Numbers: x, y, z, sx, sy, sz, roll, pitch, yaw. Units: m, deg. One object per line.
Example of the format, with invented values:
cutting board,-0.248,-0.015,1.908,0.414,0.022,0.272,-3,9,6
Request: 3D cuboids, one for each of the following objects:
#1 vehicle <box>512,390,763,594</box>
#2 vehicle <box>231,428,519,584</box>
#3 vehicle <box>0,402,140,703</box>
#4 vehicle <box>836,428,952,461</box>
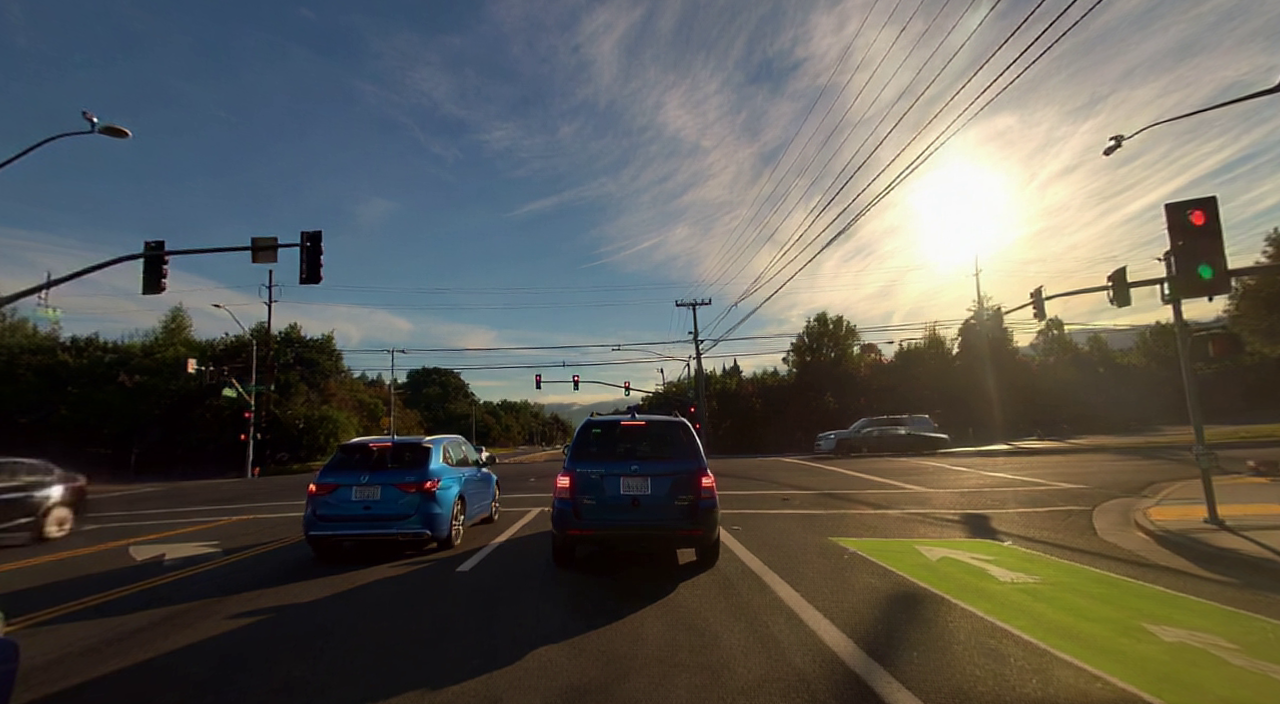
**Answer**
vehicle,-0.055,1.519,7.623,2.182,1.773,4.041,0,-8,-1
vehicle,-2.928,1.766,8.010,1.969,1.486,3.702,0,-8,1
vehicle,-3.348,0.658,0.442,1.928,1.488,4.936,0,-8,1
vehicle,11.748,4.294,29.299,4.715,1.438,2.023,-5,-10,29
